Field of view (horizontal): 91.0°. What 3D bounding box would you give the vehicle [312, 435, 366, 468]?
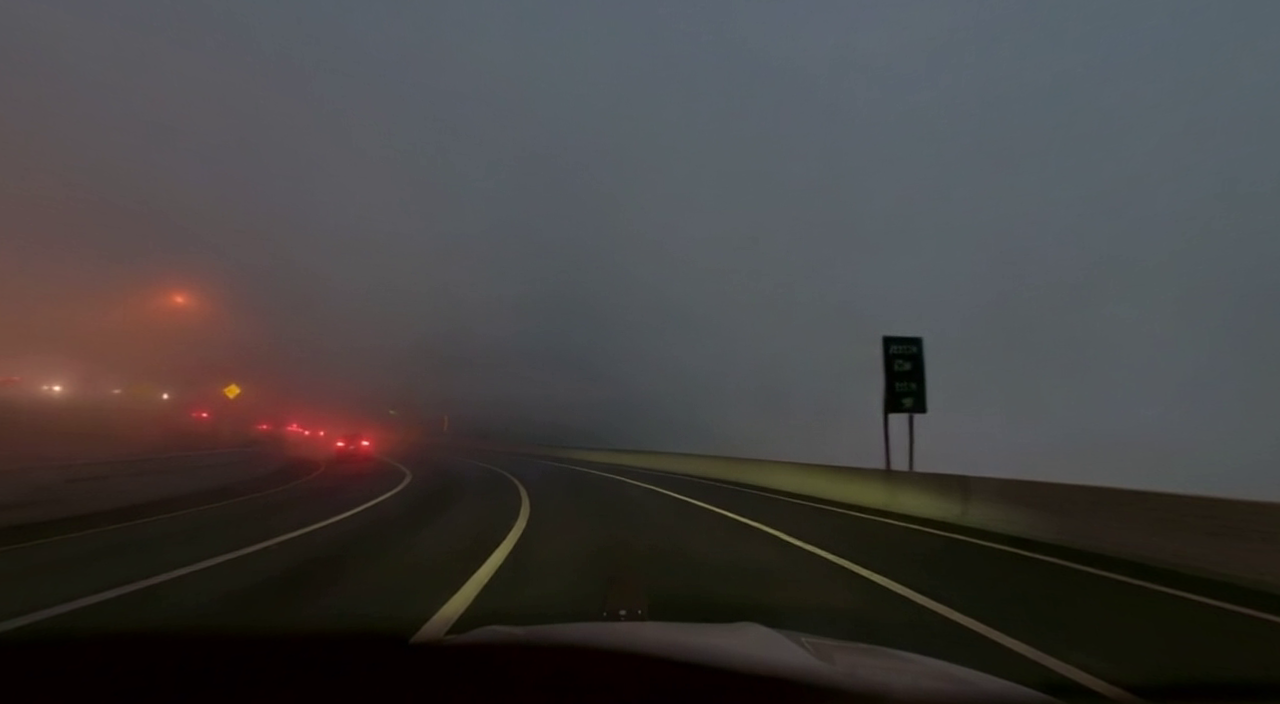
[{"bbox_3d":[-15.602,5.139,32.522,2.234,1.588,4.484,5,-10,-27],"label":"vehicle"}]
